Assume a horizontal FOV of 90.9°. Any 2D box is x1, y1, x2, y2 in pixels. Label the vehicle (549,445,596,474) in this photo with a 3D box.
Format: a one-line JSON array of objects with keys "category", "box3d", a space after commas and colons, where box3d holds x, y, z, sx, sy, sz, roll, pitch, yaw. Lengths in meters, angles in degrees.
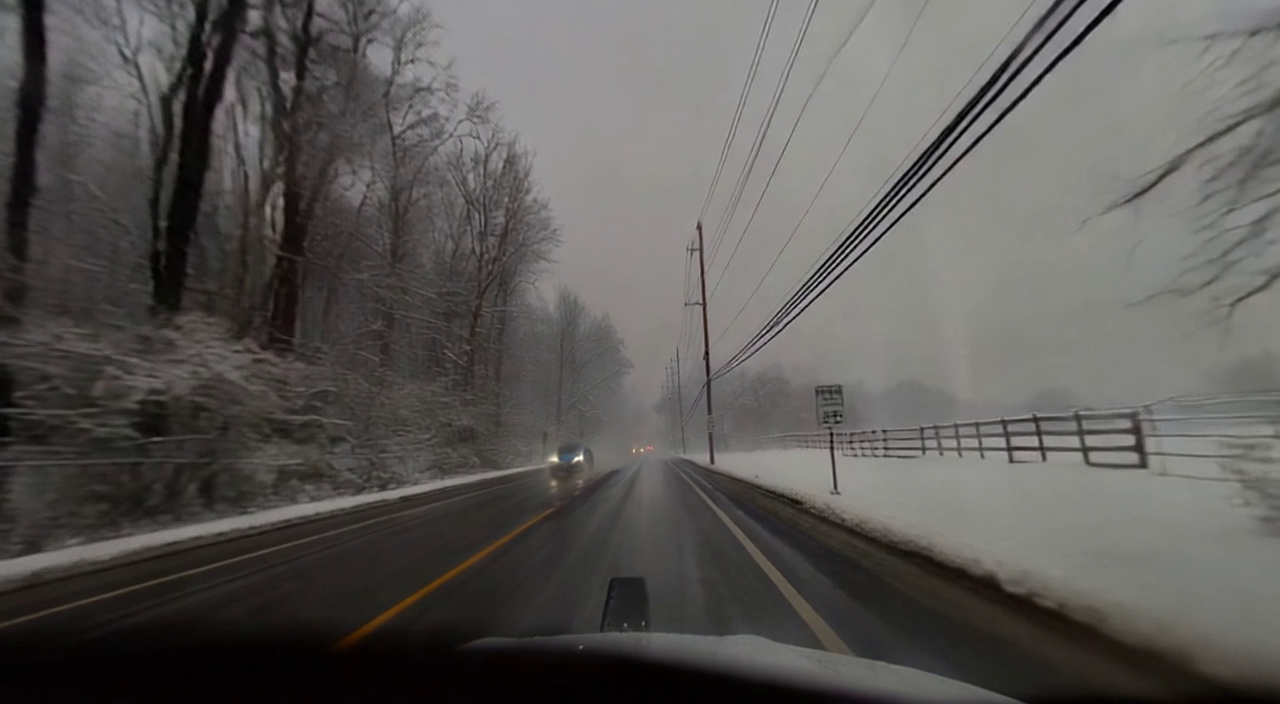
[{"category": "vehicle", "box3d": [-3.687, 5.938, 35.200, 1.975, 1.481, 4.445, -1, -9, 3]}]
